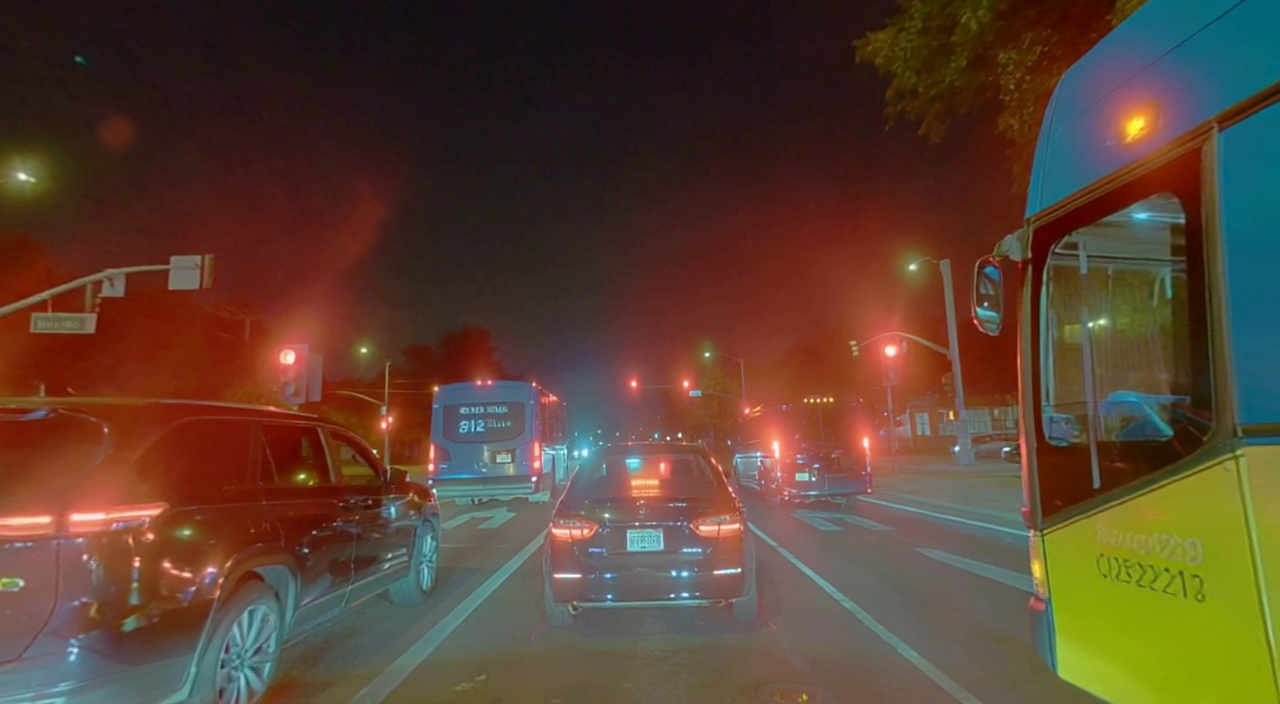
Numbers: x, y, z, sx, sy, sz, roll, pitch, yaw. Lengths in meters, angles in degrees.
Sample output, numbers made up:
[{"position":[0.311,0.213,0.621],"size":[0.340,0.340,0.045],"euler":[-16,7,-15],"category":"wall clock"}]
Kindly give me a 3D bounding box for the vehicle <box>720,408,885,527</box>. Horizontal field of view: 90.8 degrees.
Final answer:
[{"position":[3.150,2.400,13.672],"size":[2.143,2.036,5.367],"euler":[0,-8,0],"category":"vehicle"}]

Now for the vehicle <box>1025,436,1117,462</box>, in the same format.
[{"position":[25.873,5.828,37.998],"size":[4.229,1.489,1.794],"euler":[0,-9,-2],"category":"vehicle"}]

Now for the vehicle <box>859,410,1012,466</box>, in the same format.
[{"position":[17.593,5.145,37.927],"size":[7.839,3.213,2.628],"euler":[0,-8,-3],"category":"vehicle"}]

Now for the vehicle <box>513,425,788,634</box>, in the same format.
[{"position":[0.066,1.551,6.435],"size":[1.976,1.485,3.624],"euler":[0,-8,0],"category":"vehicle"}]

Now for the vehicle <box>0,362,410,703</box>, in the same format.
[{"position":[-3.405,1.182,4.639],"size":[1.921,1.701,3.989],"euler":[0,-8,0],"category":"vehicle"}]

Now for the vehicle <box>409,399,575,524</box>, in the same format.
[{"position":[-2.923,2.355,13.987],"size":[2.335,2.221,5.165],"euler":[0,-8,1],"category":"vehicle"}]
